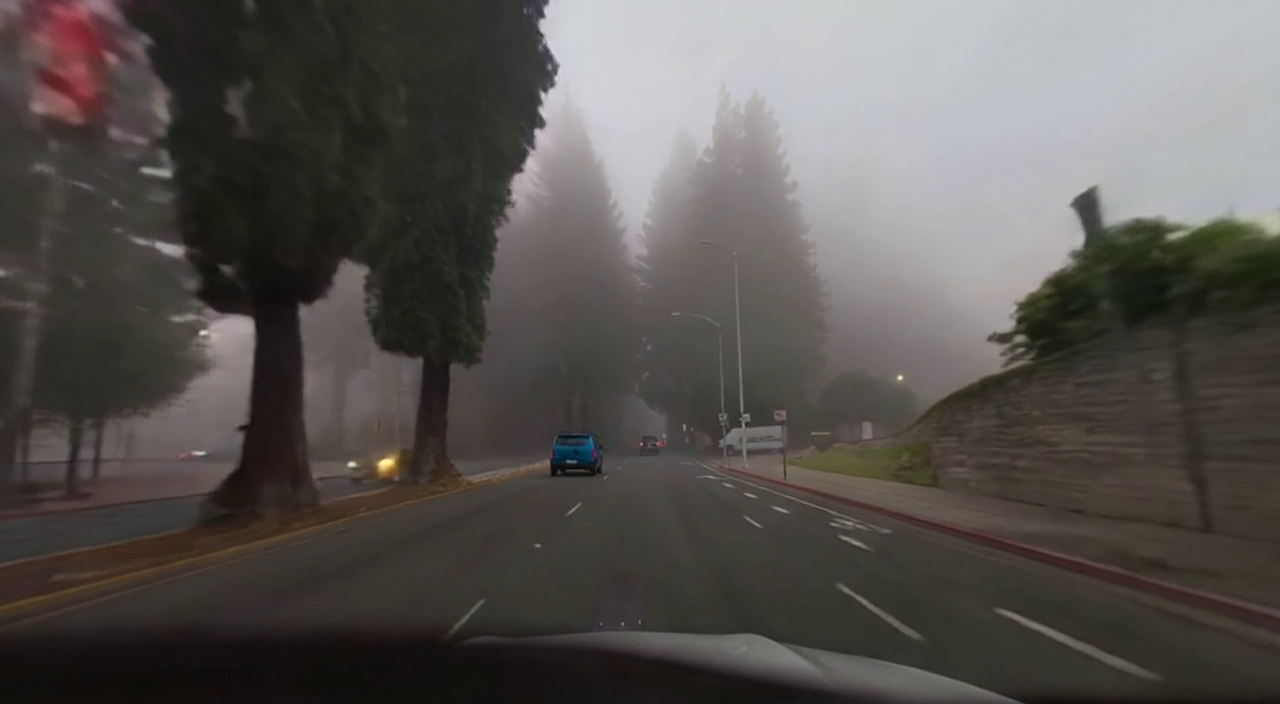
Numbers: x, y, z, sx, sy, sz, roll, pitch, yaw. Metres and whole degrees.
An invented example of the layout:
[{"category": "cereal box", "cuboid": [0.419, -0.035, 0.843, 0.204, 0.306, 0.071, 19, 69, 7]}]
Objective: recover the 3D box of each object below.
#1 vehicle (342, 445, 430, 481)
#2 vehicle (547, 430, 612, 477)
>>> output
[{"category": "vehicle", "cuboid": [-11.459, 5.017, 28.699, 1.951, 1.490, 4.581, 0, -8, 2]}, {"category": "vehicle", "cuboid": [-2.544, 4.448, 27.781, 2.281, 1.837, 4.845, 0, -8, 2]}]
